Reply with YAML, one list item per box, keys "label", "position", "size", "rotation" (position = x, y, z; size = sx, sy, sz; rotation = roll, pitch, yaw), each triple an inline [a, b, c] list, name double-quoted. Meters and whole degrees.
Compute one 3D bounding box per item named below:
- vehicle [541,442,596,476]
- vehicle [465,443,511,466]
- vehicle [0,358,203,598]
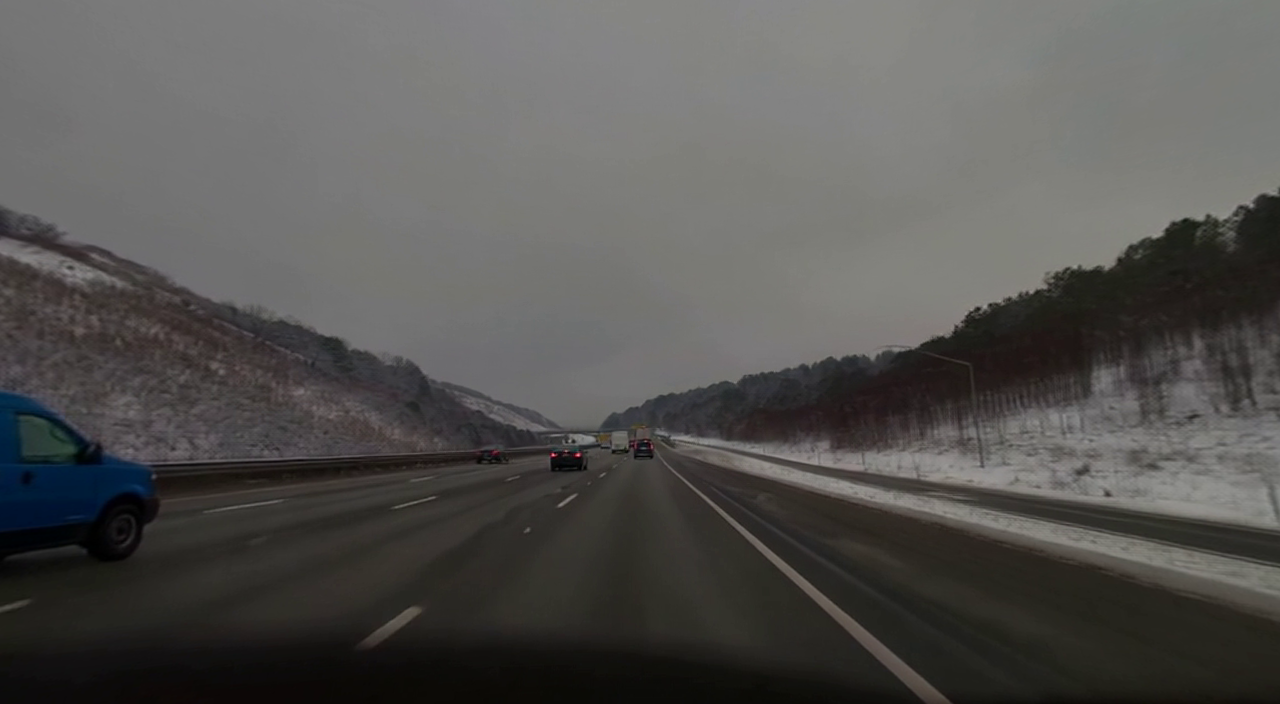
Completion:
- label: "vehicle"
  position: [-3.359, 5.146, 30.702]
  size: [2.080, 1.505, 4.649]
  rotation: [0, -8, 1]
- label: "vehicle"
  position: [-10.538, 7.148, 44.141]
  size: [1.945, 1.466, 4.947]
  rotation: [0, -8, 1]
- label: "vehicle"
  position: [-6.984, 1.093, 5.343]
  size: [2.437, 2.135, 5.643]
  rotation: [0, -8, 1]
